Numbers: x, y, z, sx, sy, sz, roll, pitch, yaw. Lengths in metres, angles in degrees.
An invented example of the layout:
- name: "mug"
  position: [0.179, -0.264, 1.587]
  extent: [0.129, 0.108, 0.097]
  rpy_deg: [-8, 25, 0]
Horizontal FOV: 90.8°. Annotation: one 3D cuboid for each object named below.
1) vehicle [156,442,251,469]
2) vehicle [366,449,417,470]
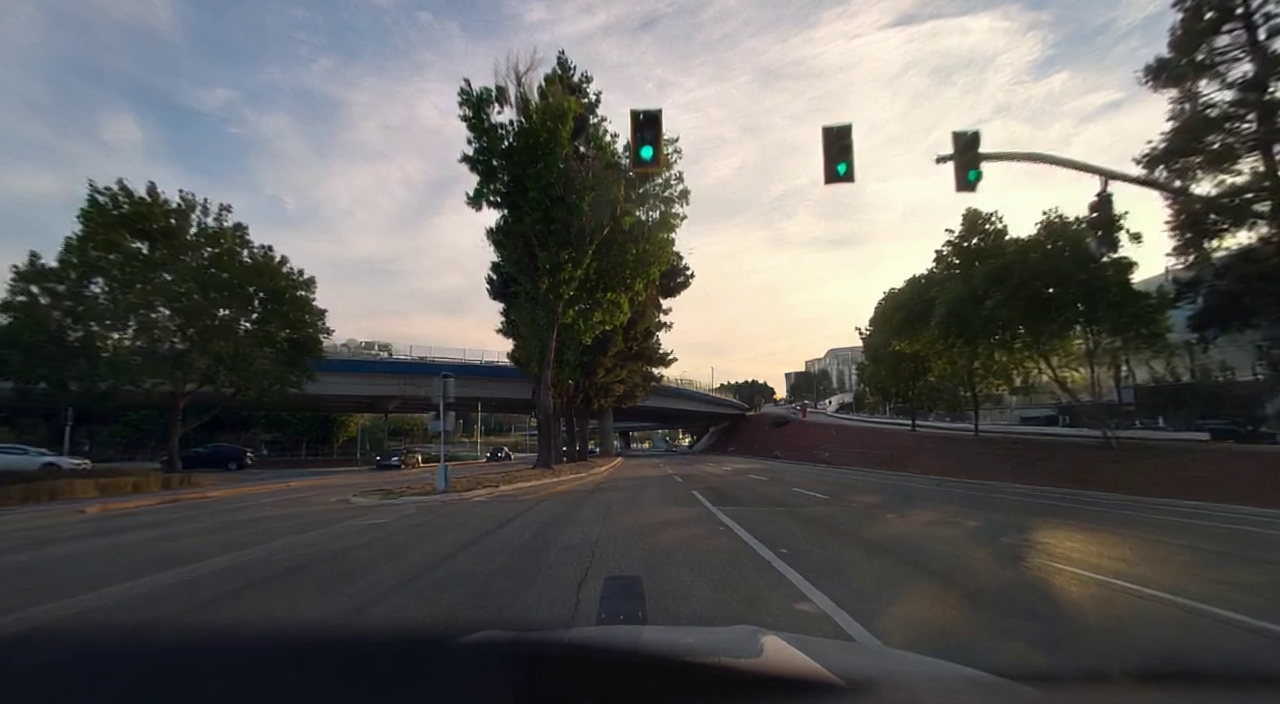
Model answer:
- name: "vehicle"
  position: [-30.650, 7.290, 44.518]
  extent: [1.915, 1.768, 5.060]
  rpy_deg: [-5, -10, 30]
- name: "vehicle"
  position: [-19.050, 8.232, 48.661]
  extent: [2.001, 1.468, 4.746]
  rpy_deg: [0, -9, 0]
